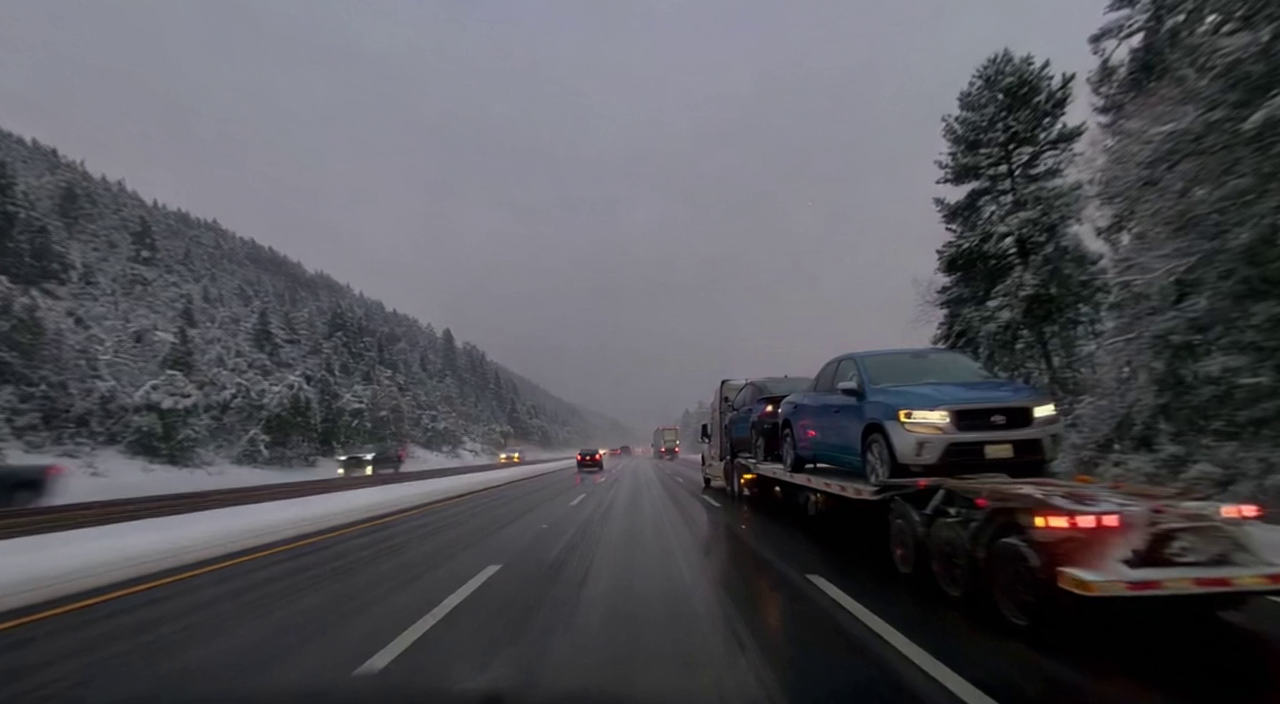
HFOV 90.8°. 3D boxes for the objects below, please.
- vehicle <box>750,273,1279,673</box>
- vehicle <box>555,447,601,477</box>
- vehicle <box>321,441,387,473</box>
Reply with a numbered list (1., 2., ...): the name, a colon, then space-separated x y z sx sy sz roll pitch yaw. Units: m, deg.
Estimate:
1. vehicle: 3.803 1.339 8.147 2.800 2.053 9.751 0 -9 -1
2. vehicle: -3.372 6.107 35.297 2.091 1.522 4.301 0 -9 1
3. vehicle: -19.319 7.108 42.893 2.112 1.974 4.936 0 -9 0
